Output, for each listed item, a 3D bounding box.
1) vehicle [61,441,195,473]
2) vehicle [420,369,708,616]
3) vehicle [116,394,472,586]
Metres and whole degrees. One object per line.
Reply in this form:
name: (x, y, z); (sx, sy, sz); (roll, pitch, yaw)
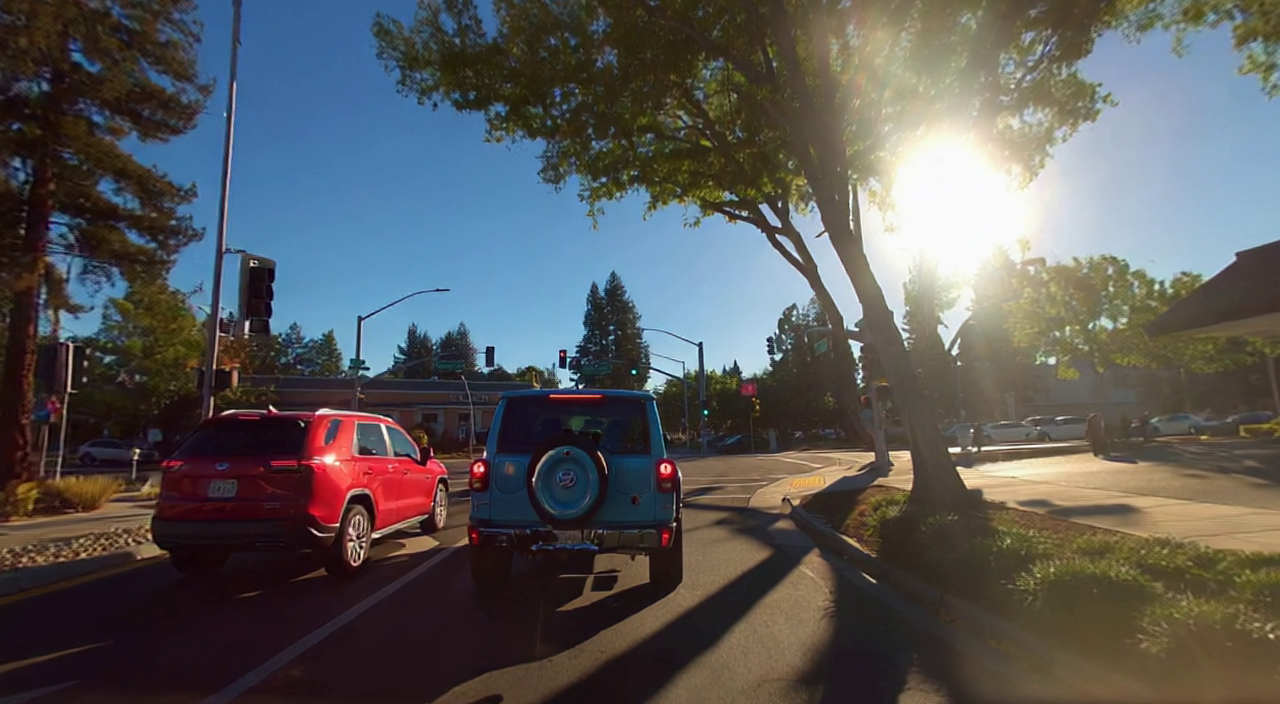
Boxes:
vehicle: (-25.239, 5.187, 31.371); (4.713, 1.445, 1.887); (4, -9, -24)
vehicle: (-0.630, 1.435, 7.331); (2.224, 1.923, 4.643); (0, -8, -1)
vehicle: (-3.910, 1.652, 8.346); (2.130, 1.819, 4.497); (0, -8, 0)
